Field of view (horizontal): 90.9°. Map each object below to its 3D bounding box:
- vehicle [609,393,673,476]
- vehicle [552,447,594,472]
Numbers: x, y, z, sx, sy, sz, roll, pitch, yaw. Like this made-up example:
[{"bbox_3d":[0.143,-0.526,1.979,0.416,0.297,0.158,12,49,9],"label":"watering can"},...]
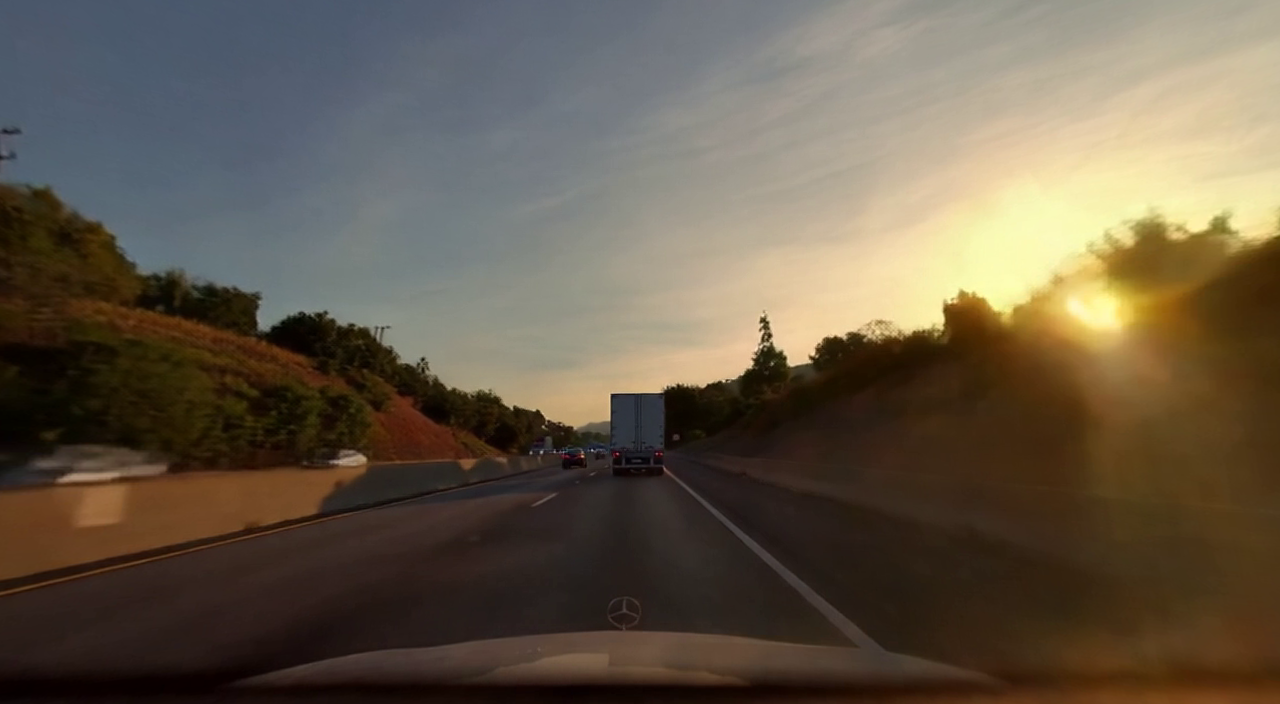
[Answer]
[{"bbox_3d":[0.011,4.584,33.994,2.959,3.828,9.617,0,-9,0],"label":"vehicle"},{"bbox_3d":[-4.208,6.849,40.322,2.206,1.478,4.824,0,-9,0],"label":"vehicle"}]
